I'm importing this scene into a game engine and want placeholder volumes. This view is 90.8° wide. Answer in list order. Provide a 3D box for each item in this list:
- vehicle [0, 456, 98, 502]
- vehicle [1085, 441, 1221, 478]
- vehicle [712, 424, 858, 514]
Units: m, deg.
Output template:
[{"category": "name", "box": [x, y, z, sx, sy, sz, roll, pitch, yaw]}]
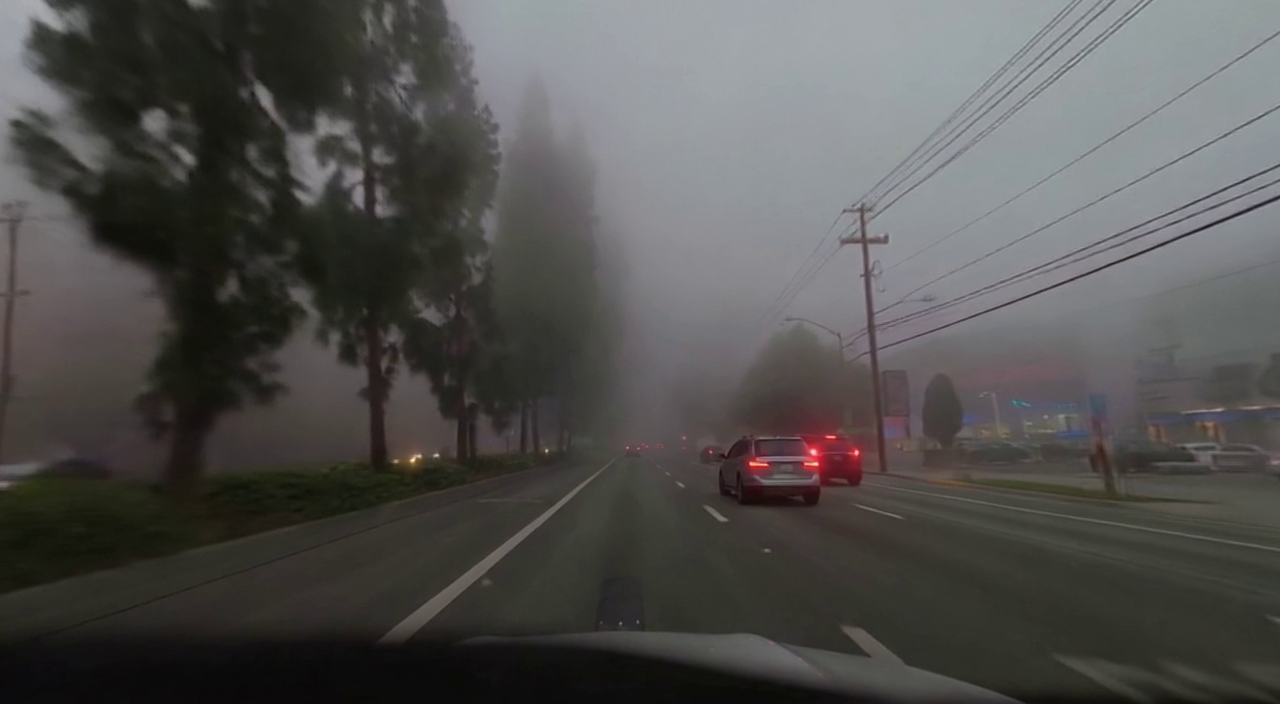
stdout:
[{"category": "vehicle", "box": [-23.309, 4.726, 23.572, 1.985, 1.511, 4.772, -3, -8, -1]}, {"category": "vehicle", "box": [25.012, 5.257, 30.969, 4.798, 1.699, 2.039, 0, -9, 1]}, {"category": "vehicle", "box": [3.012, 2.556, 14.226, 2.128, 1.699, 4.222, 0, -9, -2]}]
